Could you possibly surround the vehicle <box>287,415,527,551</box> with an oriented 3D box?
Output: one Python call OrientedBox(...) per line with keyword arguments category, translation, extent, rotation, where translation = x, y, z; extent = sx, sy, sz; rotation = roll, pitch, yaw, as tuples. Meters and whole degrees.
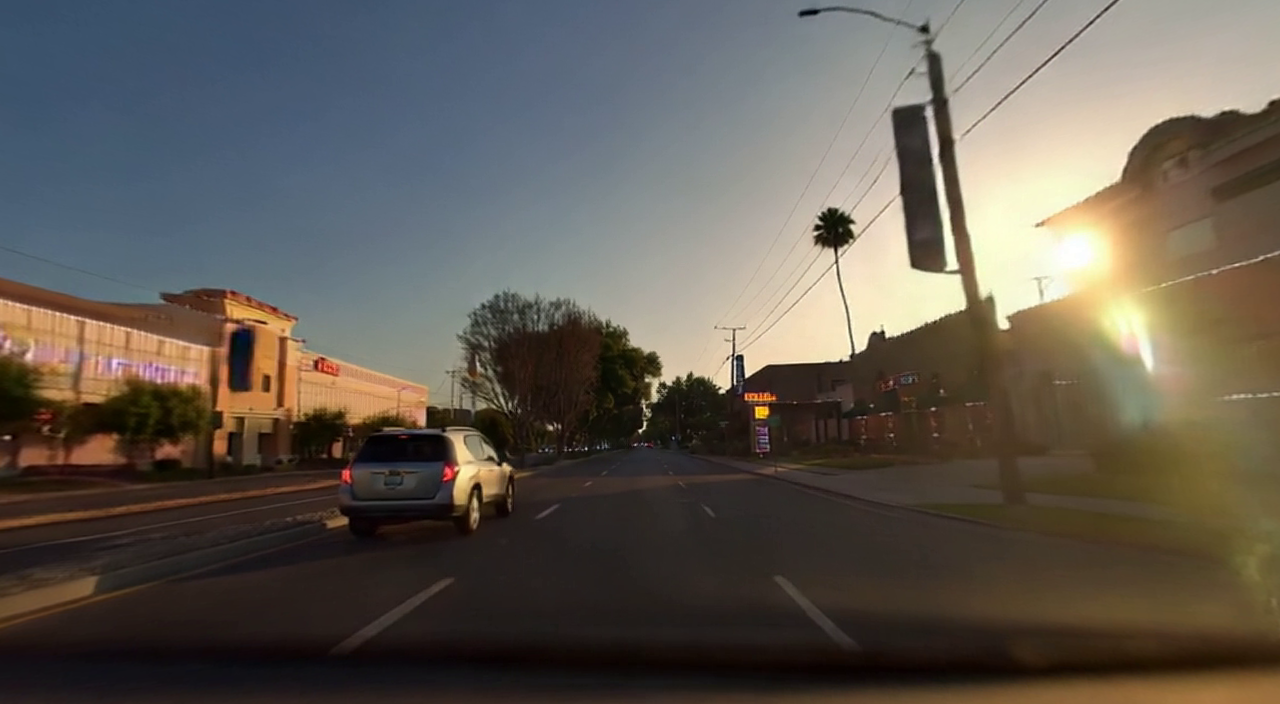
OrientedBox(category="vehicle", translation=(-3.377, 1.992, 10.354), extent=(2.062, 1.693, 4.669), rotation=(0, -8, 1))
